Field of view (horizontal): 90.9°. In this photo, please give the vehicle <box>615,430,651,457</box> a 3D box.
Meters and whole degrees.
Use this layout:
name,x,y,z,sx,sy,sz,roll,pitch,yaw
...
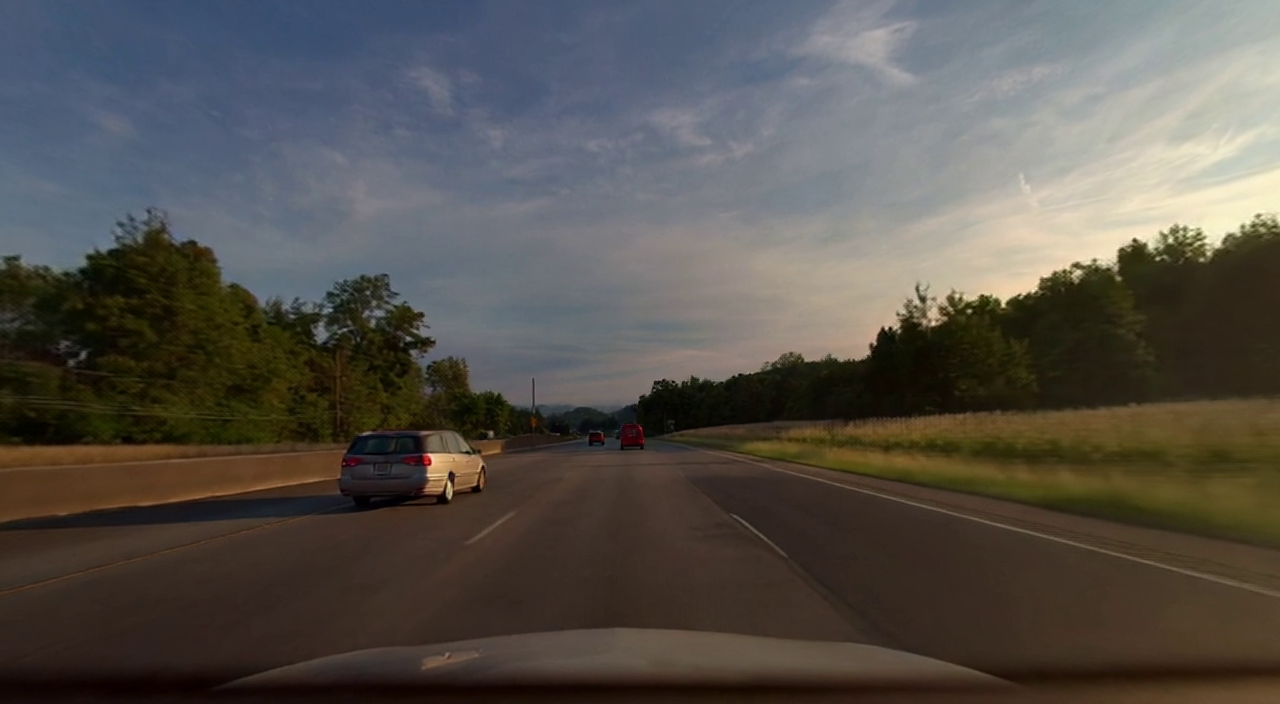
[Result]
name,x,y,z,sx,sy,sz,roll,pitch,yaw
vehicle,-0.462,5.857,40.332,2.162,1.616,4.242,0,-8,-1

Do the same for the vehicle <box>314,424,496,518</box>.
name,x,y,z,sx,sy,sz,roll,pitch,yaw
vehicle,-4.220,2.180,12.135,1.931,1.483,4.105,0,-8,0
